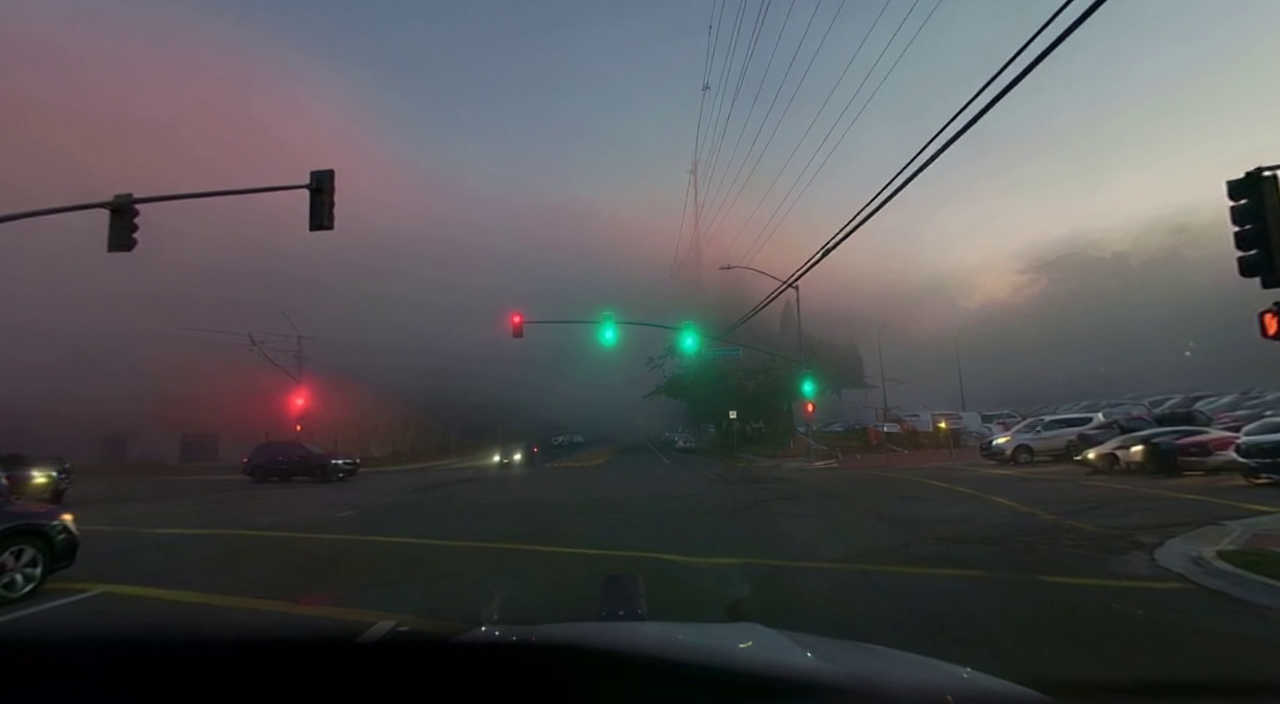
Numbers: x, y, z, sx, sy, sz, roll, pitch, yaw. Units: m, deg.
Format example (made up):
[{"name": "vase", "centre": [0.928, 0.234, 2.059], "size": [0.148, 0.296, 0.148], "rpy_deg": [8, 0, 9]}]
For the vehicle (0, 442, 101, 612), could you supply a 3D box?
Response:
[{"name": "vehicle", "centre": [-6.416, 1.341, 4.281], "size": [1.928, 1.451, 4.219], "rpy_deg": [0, -9, -3]}]

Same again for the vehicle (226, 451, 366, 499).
[{"name": "vehicle", "centre": [-12.997, 4.644, 24.179], "size": [4.298, 1.466, 1.921], "rpy_deg": [-1, -8, -12]}]
